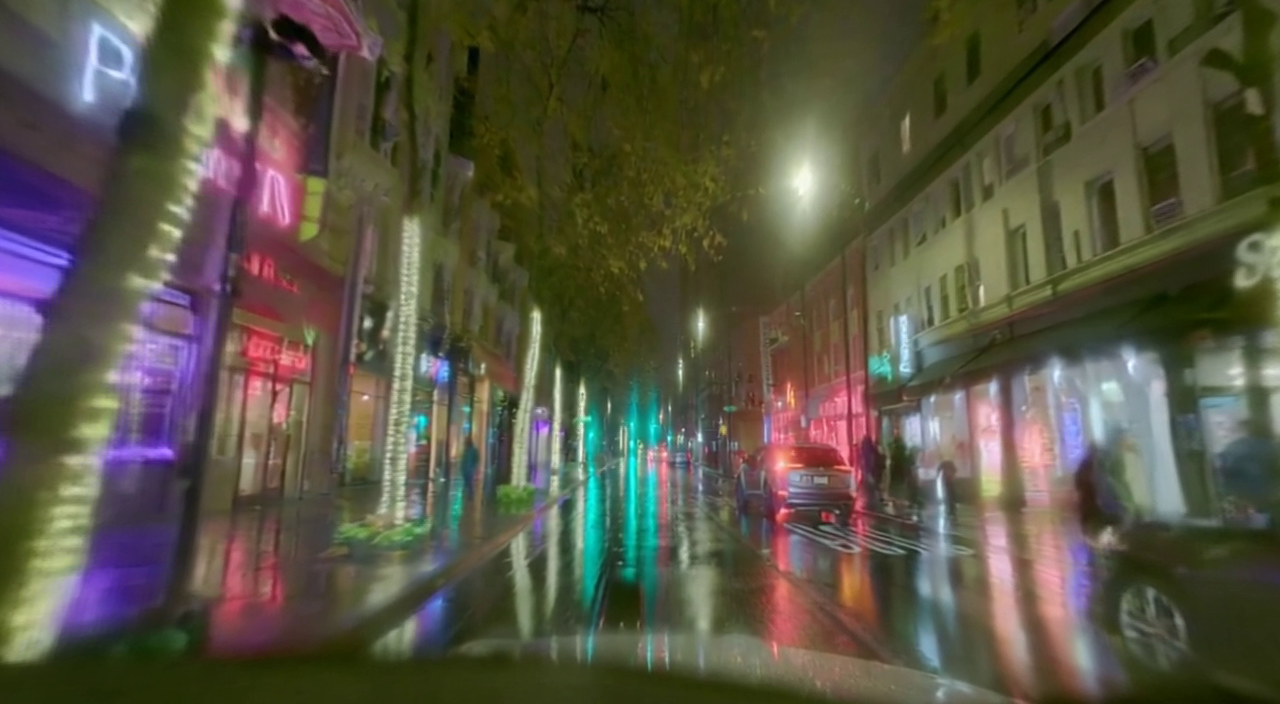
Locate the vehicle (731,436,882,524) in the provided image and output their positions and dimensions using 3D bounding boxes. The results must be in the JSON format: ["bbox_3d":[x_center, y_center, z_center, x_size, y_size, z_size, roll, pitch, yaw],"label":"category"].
[{"bbox_3d":[3.313,2.647,13.603,1.971,1.559,4.326,0,-9,-1],"label":"vehicle"}]

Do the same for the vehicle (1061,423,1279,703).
[{"bbox_3d":[3.995,0.953,2.154,1.977,1.478,4.458,0,-9,-1],"label":"vehicle"}]
